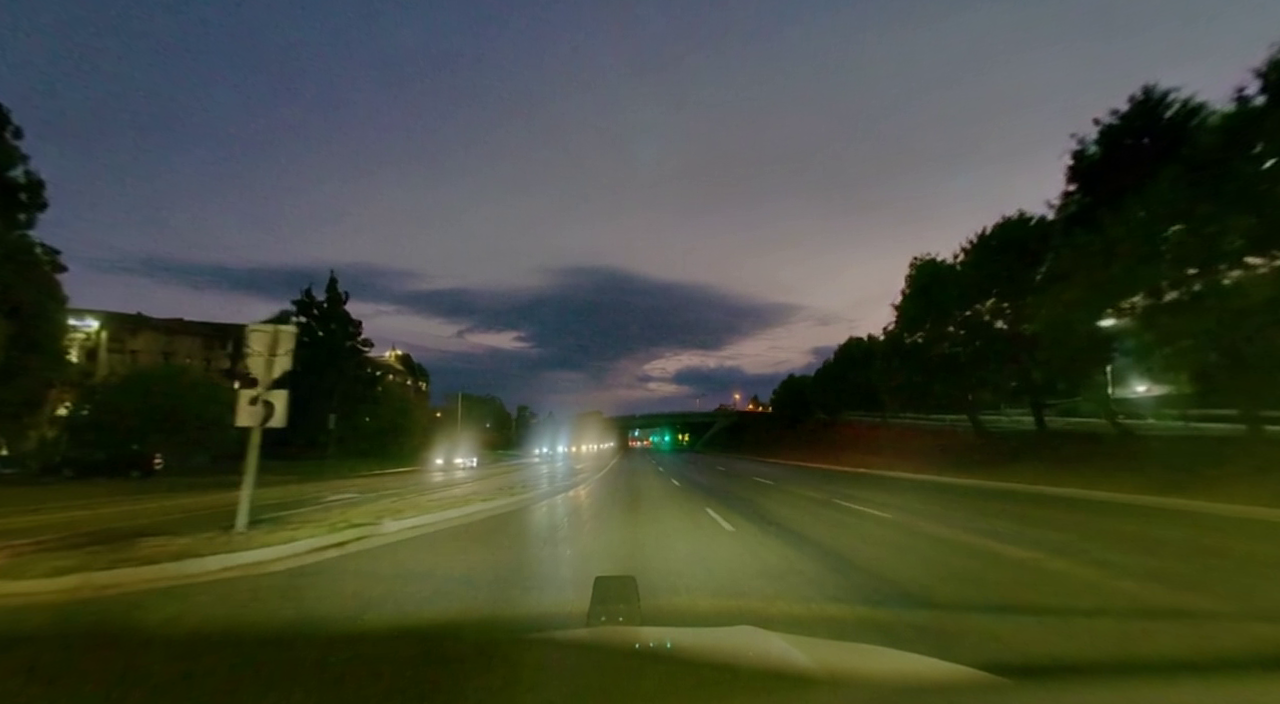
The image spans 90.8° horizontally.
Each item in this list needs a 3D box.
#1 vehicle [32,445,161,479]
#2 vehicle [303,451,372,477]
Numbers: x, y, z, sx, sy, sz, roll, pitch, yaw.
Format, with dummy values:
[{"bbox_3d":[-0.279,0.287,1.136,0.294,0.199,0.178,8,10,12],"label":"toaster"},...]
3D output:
[{"bbox_3d":[-30.649,6.164,35.834,1.915,1.768,5.060,-5,-10,30],"label":"vehicle"},{"bbox_3d":[-19.047,7.055,39.993,2.001,1.468,4.746,0,-8,0],"label":"vehicle"}]
